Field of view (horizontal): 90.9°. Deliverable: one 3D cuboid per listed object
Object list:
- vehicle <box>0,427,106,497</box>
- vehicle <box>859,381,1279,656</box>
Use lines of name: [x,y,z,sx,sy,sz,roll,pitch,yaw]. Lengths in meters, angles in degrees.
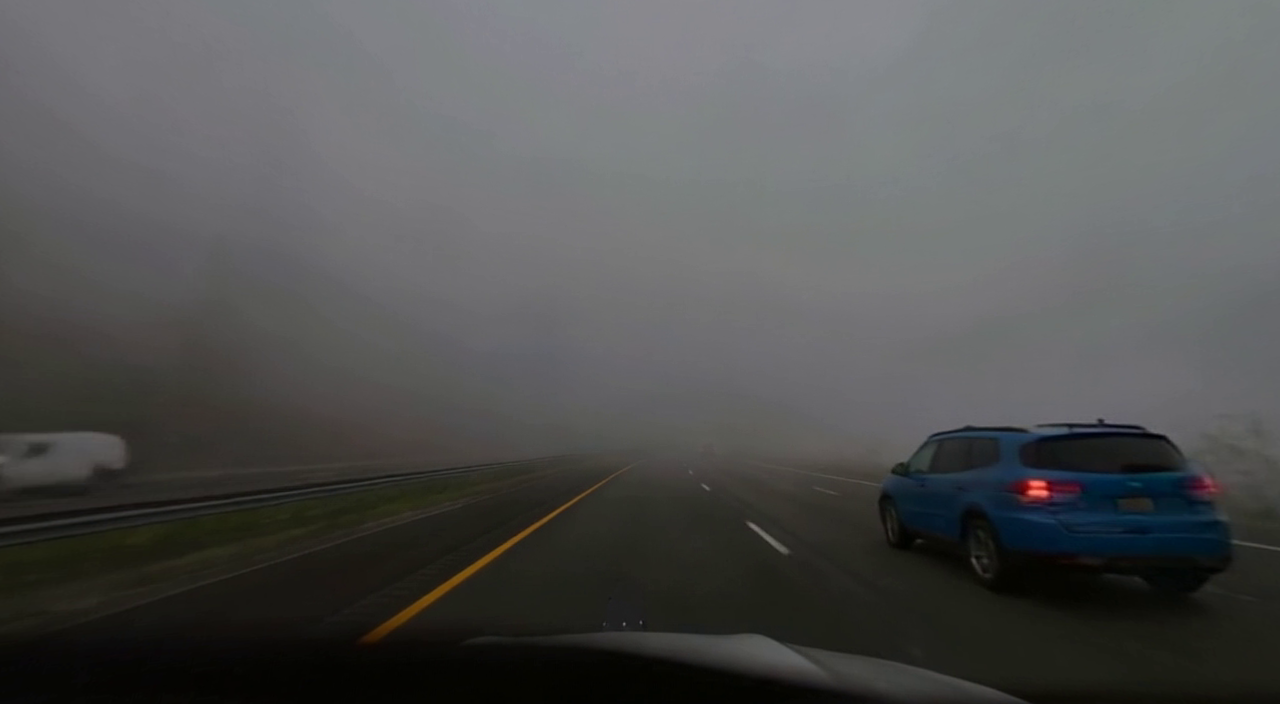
vehicle: [-17.097,2.852,16.365,2.176,1.729,4.737,-1,-8,2]
vehicle: [4.000,1.367,6.221,2.143,1.730,4.303,0,-8,1]
